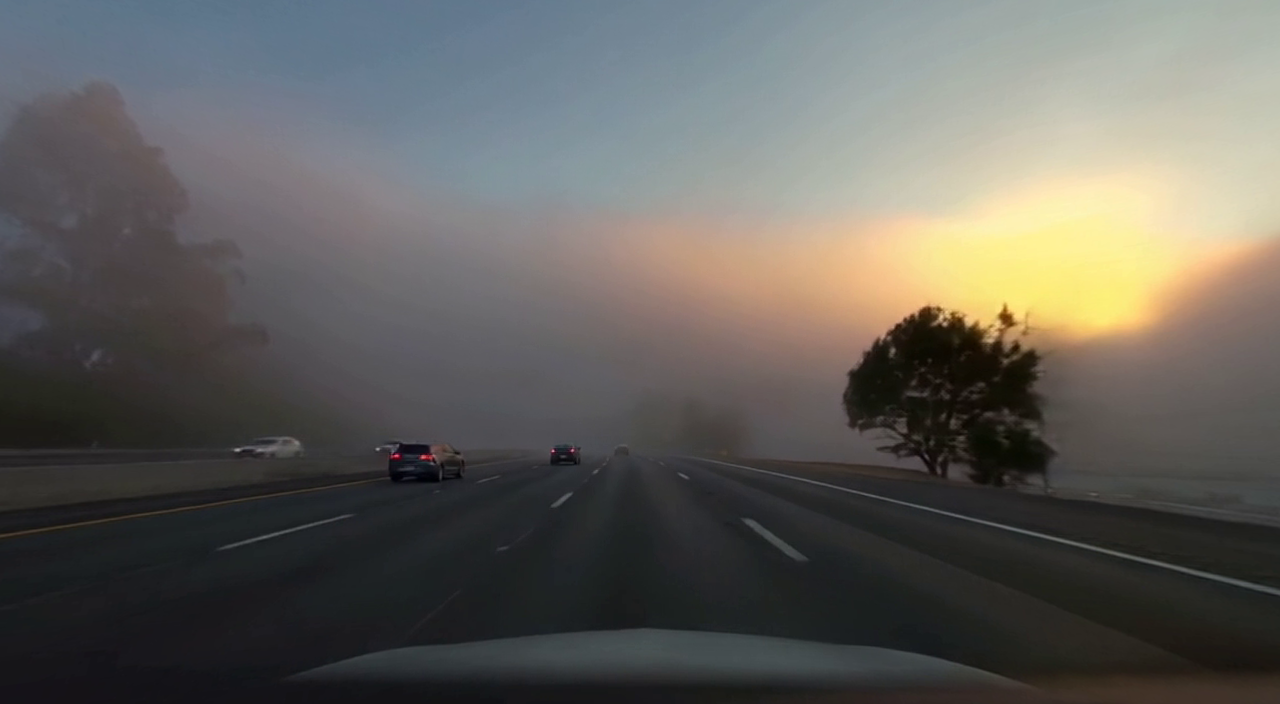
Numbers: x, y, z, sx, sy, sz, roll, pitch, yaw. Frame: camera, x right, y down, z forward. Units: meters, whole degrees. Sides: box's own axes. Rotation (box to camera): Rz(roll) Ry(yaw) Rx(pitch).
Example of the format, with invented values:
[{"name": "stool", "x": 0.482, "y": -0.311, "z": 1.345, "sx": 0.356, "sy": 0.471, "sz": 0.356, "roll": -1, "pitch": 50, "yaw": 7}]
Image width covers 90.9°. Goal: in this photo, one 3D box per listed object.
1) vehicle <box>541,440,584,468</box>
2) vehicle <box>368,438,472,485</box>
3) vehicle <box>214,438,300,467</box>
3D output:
[{"name": "vehicle", "x": -4.246, "y": 5.689, "z": 35.323, "sx": 1.936, "sy": 1.465, "sz": 4.060, "roll": 0, "pitch": -8, "yaw": -1}, {"name": "vehicle", "x": -7.626, "y": 3.829, "z": 22.434, "sx": 2.038, "sy": 1.463, "sz": 4.656, "roll": 0, "pitch": -8, "yaw": 0}, {"name": "vehicle", "x": -21.681, "y": 5.677, "z": 35.955, "sx": 2.052, "sy": 1.522, "sz": 4.609, "roll": 0, "pitch": -8, "yaw": -1}]
